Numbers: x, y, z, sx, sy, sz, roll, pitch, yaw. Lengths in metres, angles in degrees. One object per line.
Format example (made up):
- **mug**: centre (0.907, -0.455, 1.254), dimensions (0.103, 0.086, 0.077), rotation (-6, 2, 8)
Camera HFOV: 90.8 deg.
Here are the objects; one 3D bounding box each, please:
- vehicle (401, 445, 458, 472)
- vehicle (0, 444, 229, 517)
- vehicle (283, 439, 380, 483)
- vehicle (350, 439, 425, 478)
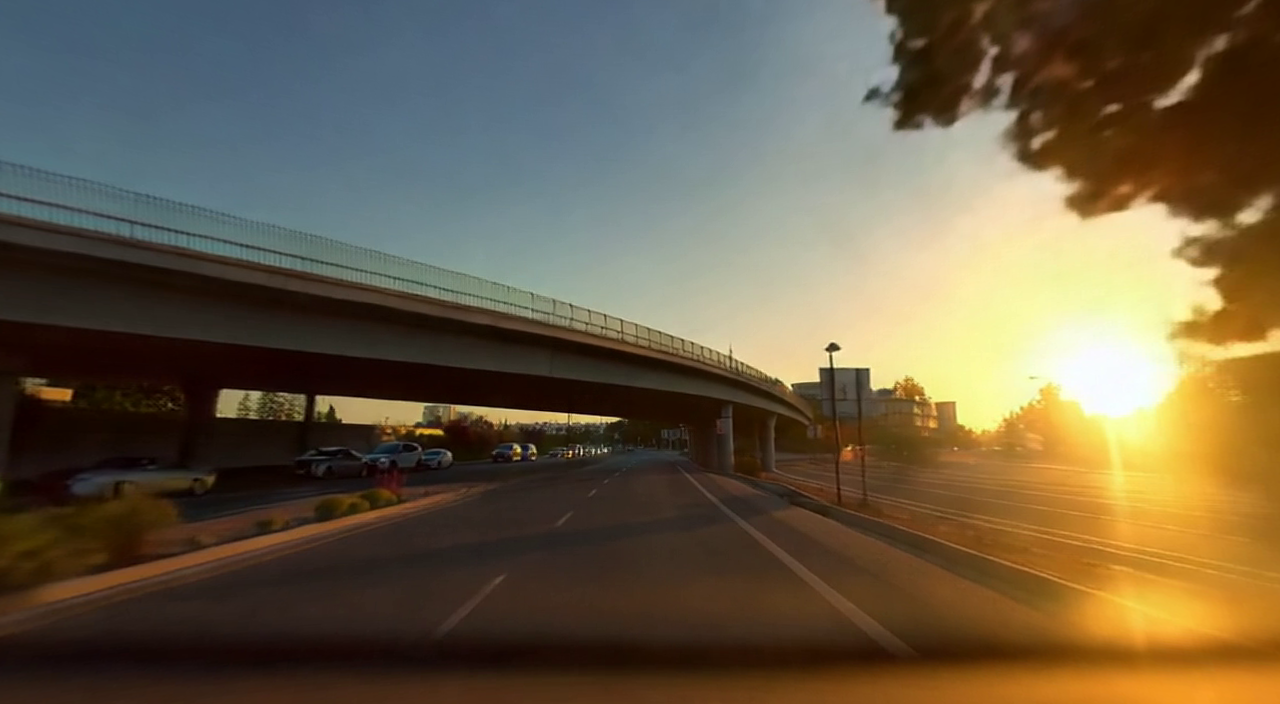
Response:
- **vehicle**: centre (-13.078, 6.692, 39.533), dimensions (1.847, 1.498, 4.368), rotation (1, -10, 2)
- **vehicle**: centre (-13.743, 3.196, 16.483), dimensions (2.155, 1.477, 5.369), rotation (2, -8, 3)
- **vehicle**: centre (-13.209, 4.699, 27.418), dimensions (1.903, 1.703, 4.346), rotation (1, -9, 1)
- **vehicle**: centre (-13.256, 5.601, 33.469), dimensions (1.886, 1.801, 4.337), rotation (2, -8, 3)
